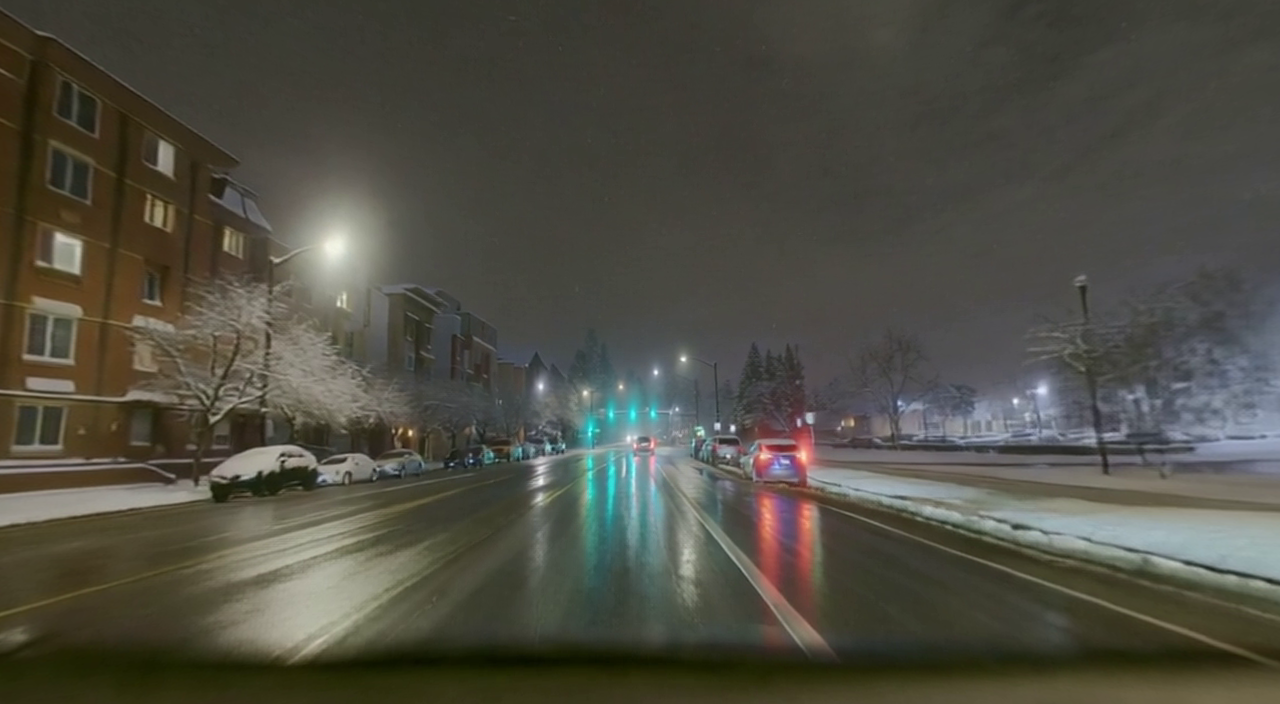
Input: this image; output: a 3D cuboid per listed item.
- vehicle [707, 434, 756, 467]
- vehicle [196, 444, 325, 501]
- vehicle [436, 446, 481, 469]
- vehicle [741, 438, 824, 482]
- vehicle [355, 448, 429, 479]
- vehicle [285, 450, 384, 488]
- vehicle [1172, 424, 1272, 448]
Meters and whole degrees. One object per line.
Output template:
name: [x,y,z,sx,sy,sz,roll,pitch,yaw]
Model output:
vehicle: [5.364,5.806,37.595,2.102,1.781,5.470,0,-8,0]
vehicle: [-12.832,4.045,21.736,1.908,1.694,4.306,0,-8,-3]
vehicle: [-12.605,7.309,44.075,1.926,1.499,3.869,0,-8,0]
vehicle: [5.210,4.010,23.783,2.085,1.466,4.276,0,-8,-1]
vehicle: [-12.865,5.800,33.127,1.889,1.461,4.608,0,-8,2]
vehicle: [-12.926,4.943,27.092,1.779,1.433,4.633,0,-8,2]
vehicle: [38.563,5.590,42.062,2.022,1.491,4.896,0,-8,1]
